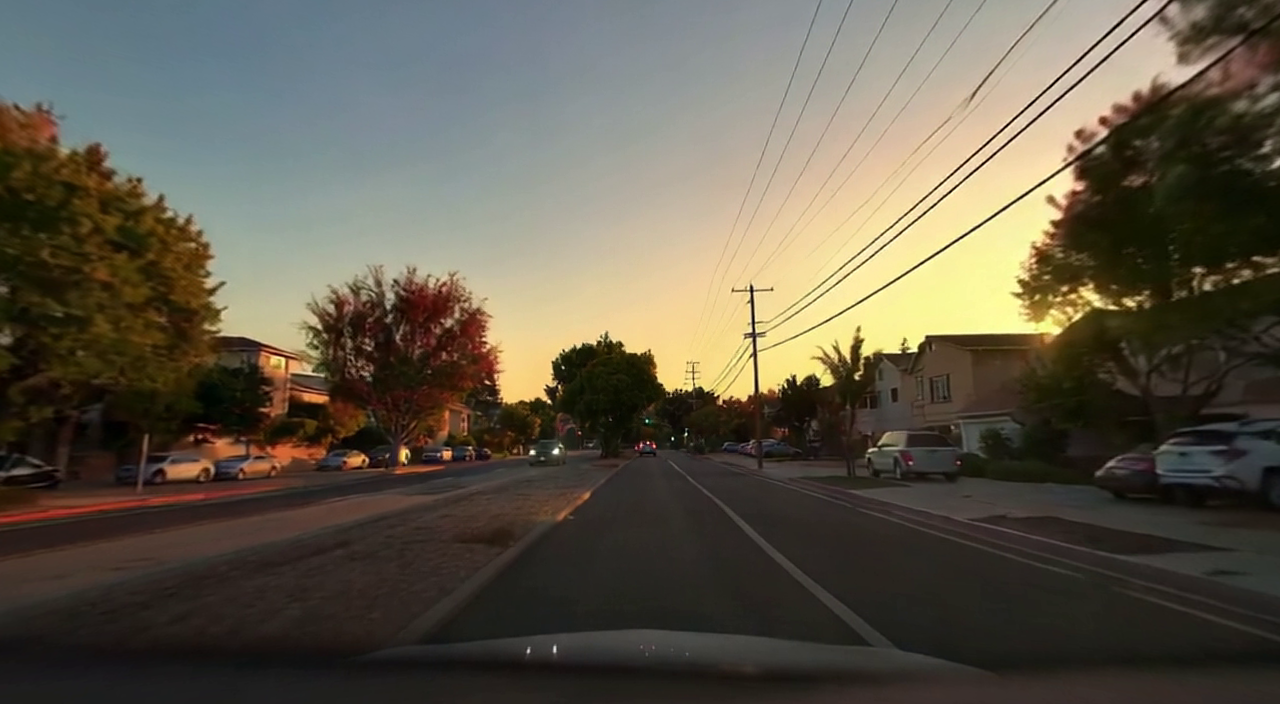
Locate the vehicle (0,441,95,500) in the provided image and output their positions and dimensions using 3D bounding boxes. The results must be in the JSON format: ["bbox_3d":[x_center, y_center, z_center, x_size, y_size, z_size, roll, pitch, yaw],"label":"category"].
[{"bbox_3d":[-20.265,3.730,20.024,1.787,1.774,4.560,0,-8,0],"label":"vehicle"}]

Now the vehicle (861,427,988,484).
[{"bbox_3d":[11.379,4.181,25.779,2.392,2.063,5.213,1,-8,-5],"label":"vehicle"}]

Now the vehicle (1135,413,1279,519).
[{"bbox_3d":[13.347,2.277,12.821,4.667,1.952,2.063,0,-8,2],"label":"vehicle"}]

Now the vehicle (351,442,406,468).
[{"bbox_3d":[-20.119,7.918,48.738,2.047,1.898,5.032,0,-8,1],"label":"vehicle"}]

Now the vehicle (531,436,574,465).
[{"bbox_3d":[-6.128,6.974,44.708,2.273,1.952,4.599,0,-8,1],"label":"vehicle"}]

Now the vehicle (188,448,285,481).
[{"bbox_3d":[-20.414,5.696,32.187,1.812,1.501,4.632,0,-8,1],"label":"vehicle"}]

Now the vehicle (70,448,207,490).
[{"bbox_3d":[-20.149,4.681,25.645,1.759,1.519,4.785,0,-8,-2],"label":"vehicle"}]

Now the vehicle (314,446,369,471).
[{"bbox_3d":[-20.081,7.170,42.526,1.764,1.570,3.910,0,-8,0],"label":"vehicle"}]
